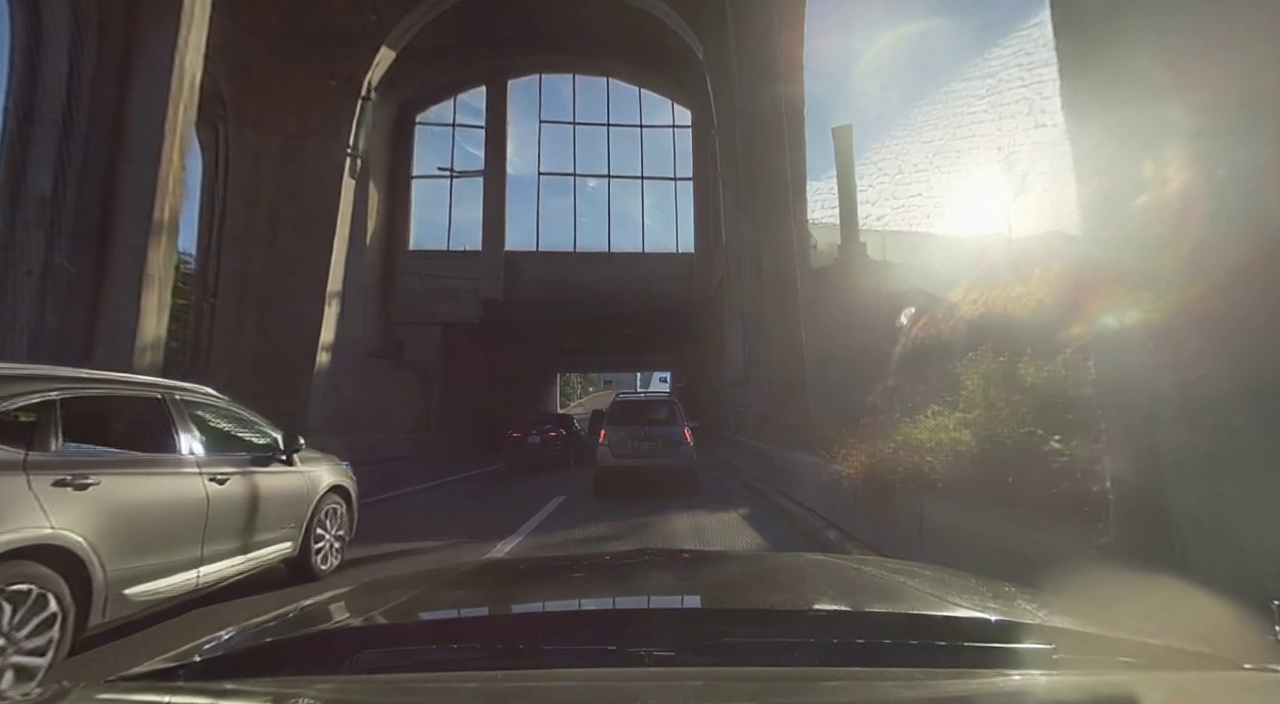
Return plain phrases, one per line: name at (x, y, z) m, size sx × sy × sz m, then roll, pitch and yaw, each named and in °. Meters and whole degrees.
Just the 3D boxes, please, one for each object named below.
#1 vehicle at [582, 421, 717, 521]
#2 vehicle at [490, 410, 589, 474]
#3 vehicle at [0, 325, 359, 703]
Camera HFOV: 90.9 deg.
vehicle at (0.139, 2.088, 11.548) m, size 2.020 × 1.478 × 4.092 m, roll 0°, pitch -8°, yaw 0°
vehicle at (-3.348, 3.208, 22.465) m, size 2.329 × 1.948 × 5.800 m, roll -1°, pitch -8°, yaw 3°
vehicle at (-3.560, 0.896, 3.286) m, size 2.017 × 1.761 × 4.572 m, roll 0°, pitch -8°, yaw 1°
